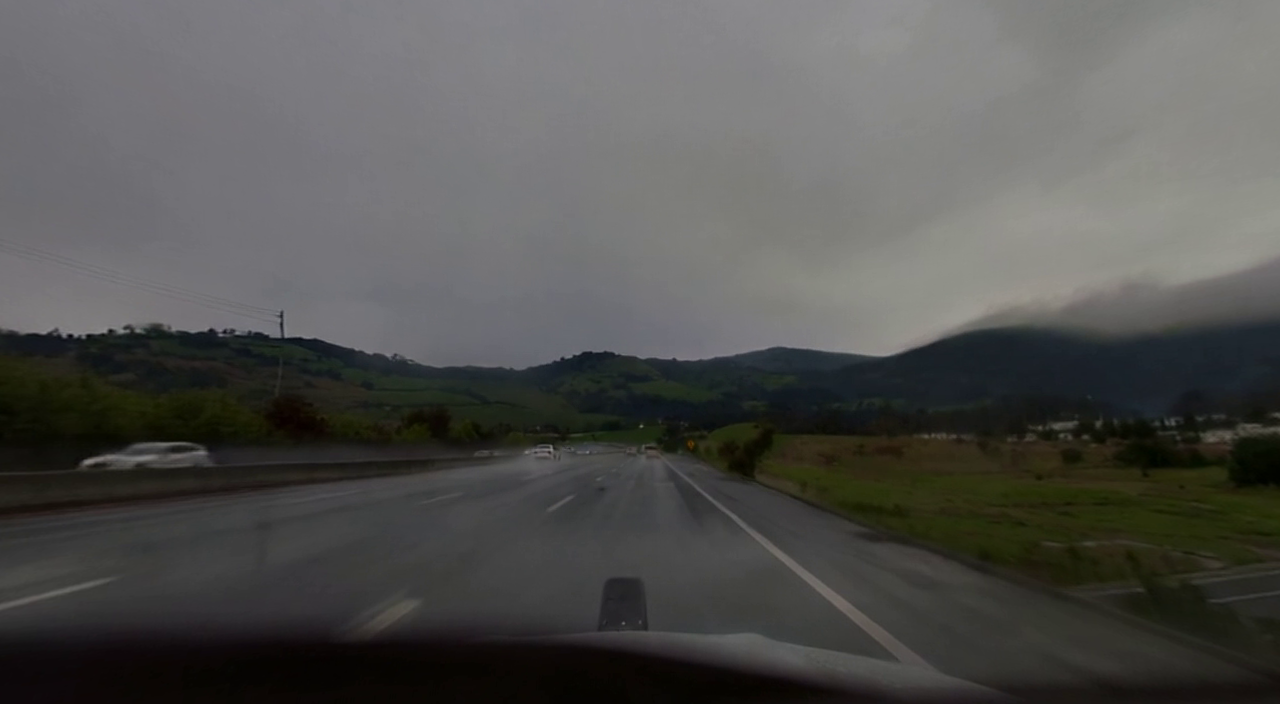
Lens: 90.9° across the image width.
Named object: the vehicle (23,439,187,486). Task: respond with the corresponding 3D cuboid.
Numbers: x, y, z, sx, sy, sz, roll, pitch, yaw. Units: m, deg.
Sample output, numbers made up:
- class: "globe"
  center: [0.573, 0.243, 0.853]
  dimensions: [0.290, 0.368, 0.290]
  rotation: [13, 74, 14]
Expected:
- class: "vehicle"
  center: [-19.570, 4.041, 23.417]
  dimensions: [1.851, 1.545, 4.735]
  rotation: [0, -8, 1]
